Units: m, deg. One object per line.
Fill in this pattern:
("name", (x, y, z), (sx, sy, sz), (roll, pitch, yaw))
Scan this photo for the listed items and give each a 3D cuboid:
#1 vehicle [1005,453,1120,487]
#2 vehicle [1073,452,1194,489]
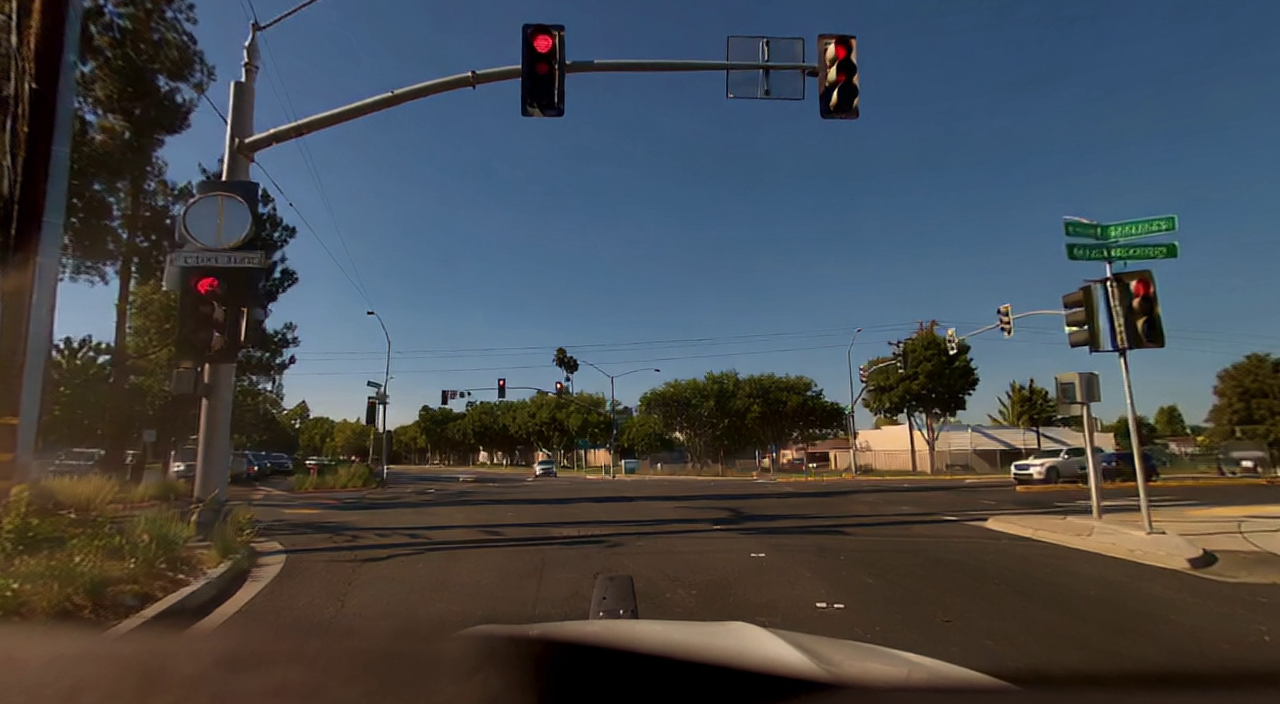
("vehicle", (21.764, 6.086, 32.540), (4.455, 1.647, 2.124), (1, -10, -8))
("vehicle", (22.713, 5.453, 29.093), (3.998, 1.590, 1.936), (1, -11, -6))
